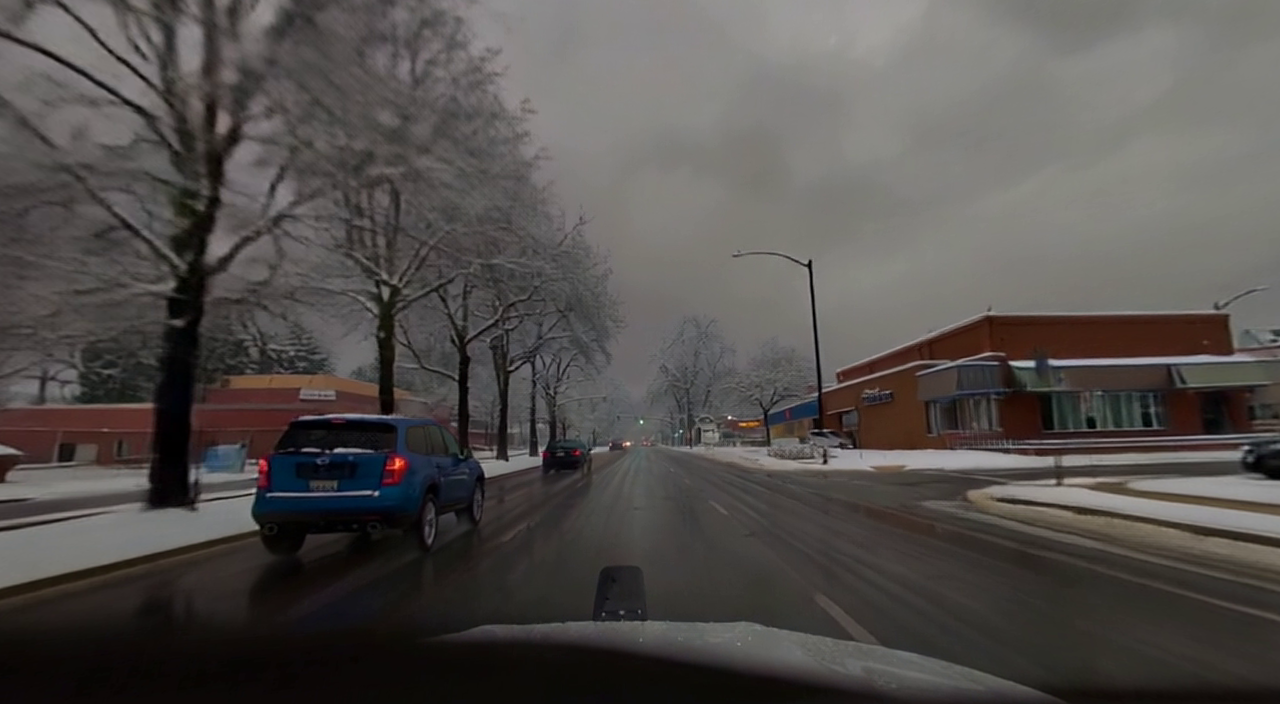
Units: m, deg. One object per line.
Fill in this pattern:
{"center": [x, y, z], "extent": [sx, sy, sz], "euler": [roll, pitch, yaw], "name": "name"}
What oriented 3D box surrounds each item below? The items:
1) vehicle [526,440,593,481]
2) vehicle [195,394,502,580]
{"center": [-3.123, 4.337, 25.548], "extent": [2.069, 1.470, 4.601], "euler": [0, -8, 0], "name": "vehicle"}
{"center": [-3.359, 1.648, 8.489], "extent": [2.042, 1.817, 4.364], "euler": [0, -8, 0], "name": "vehicle"}
